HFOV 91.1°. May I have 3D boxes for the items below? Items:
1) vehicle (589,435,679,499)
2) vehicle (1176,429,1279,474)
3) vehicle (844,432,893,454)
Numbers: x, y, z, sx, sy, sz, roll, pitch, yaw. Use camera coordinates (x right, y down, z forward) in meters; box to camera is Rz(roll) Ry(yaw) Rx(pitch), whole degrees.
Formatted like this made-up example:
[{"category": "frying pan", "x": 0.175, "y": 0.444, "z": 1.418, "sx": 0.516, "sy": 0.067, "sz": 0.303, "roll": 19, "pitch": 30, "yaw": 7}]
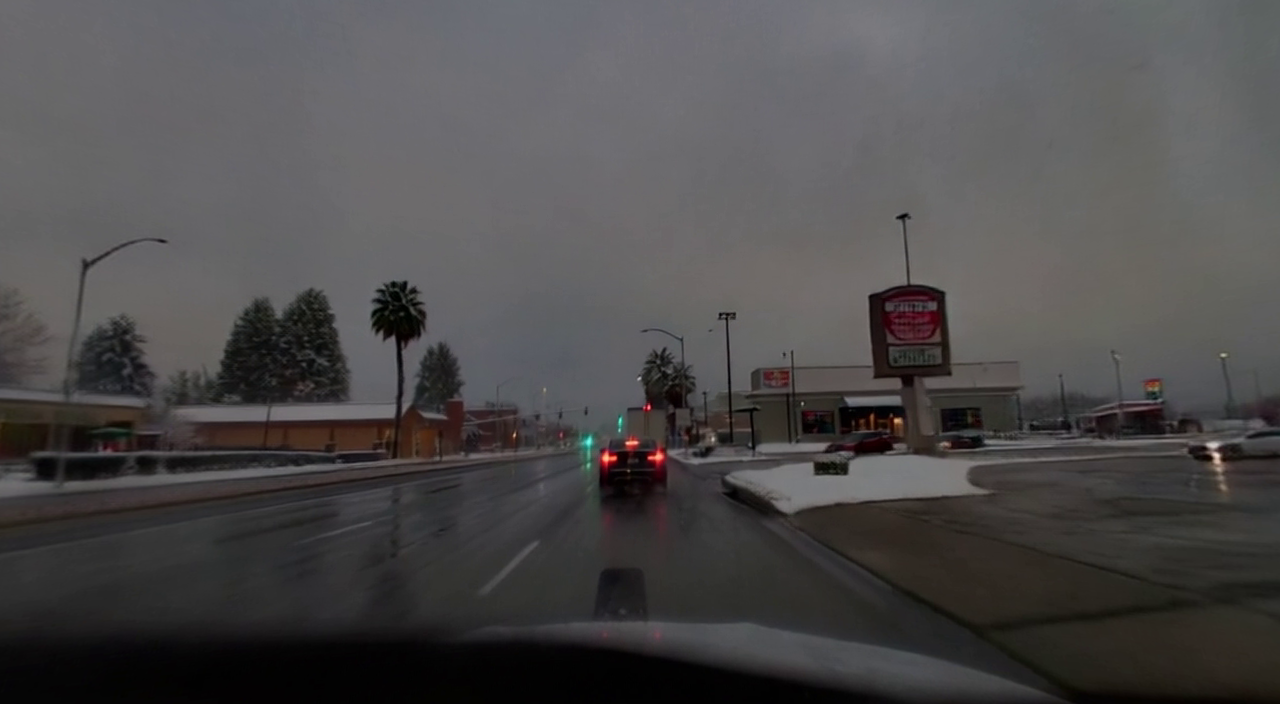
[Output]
[{"category": "vehicle", "x": -0.130, "y": 3.078, "z": 17.207, "sx": 2.145, "sy": 1.483, "sz": 4.453, "roll": 0, "pitch": -9, "yaw": 0}, {"category": "vehicle", "x": 22.430, "y": 3.609, "z": 22.773, "sx": 1.876, "sy": 1.482, "sz": 4.633, "roll": 0, "pitch": -9, "yaw": 1}, {"category": "vehicle", "x": 17.439, "y": 6.973, "z": 48.056, "sx": 2.009, "sy": 1.630, "sz": 4.436, "roll": 0, "pitch": -9, "yaw": -1}]
